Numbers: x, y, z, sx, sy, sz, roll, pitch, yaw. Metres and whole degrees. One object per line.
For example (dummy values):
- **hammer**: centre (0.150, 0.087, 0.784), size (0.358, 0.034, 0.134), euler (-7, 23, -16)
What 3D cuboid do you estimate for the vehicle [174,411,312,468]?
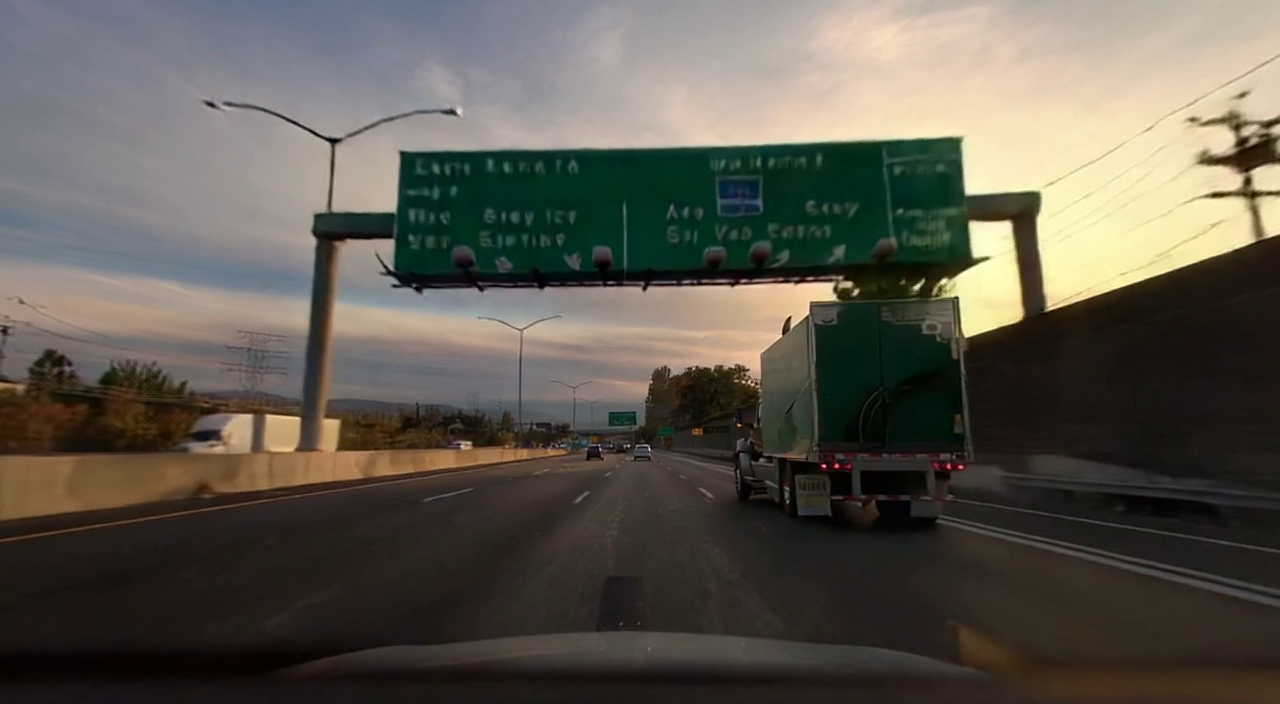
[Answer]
- **vehicle**: centre (-28.739, 6.497, 46.531), size (3.010, 3.665, 10.888), euler (0, -9, 0)

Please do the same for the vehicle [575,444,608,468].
- **vehicle**: centre (-3.480, 7.552, 45.985), size (2.000, 1.658, 4.155), euler (0, -9, 1)

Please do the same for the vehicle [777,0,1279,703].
- **vehicle**: centre (3.863, -0.180, 3.162), size (2.899, 4.078, 16.430), euler (0, -8, 1)
